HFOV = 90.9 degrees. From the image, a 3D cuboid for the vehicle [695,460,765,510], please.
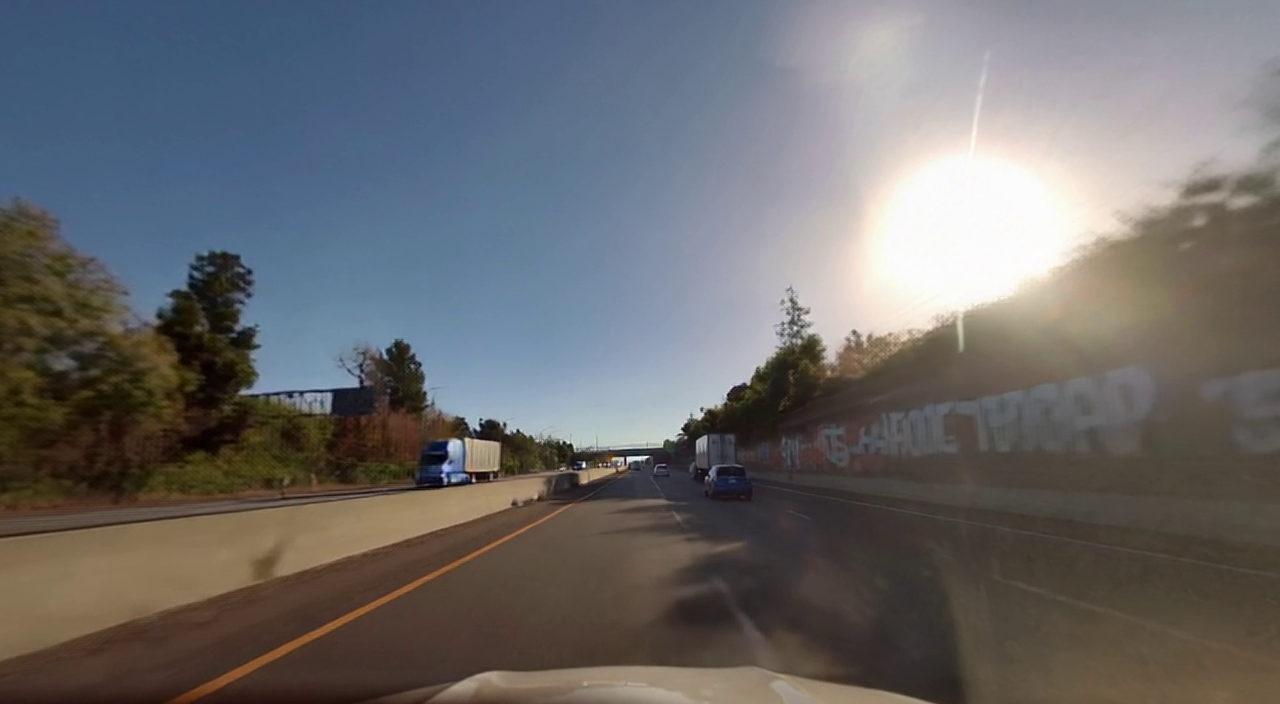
[{"bbox_3d":[3.140,4.730,22.725,2.011,1.574,3.512,2,-10,0],"label":"vehicle"}]
